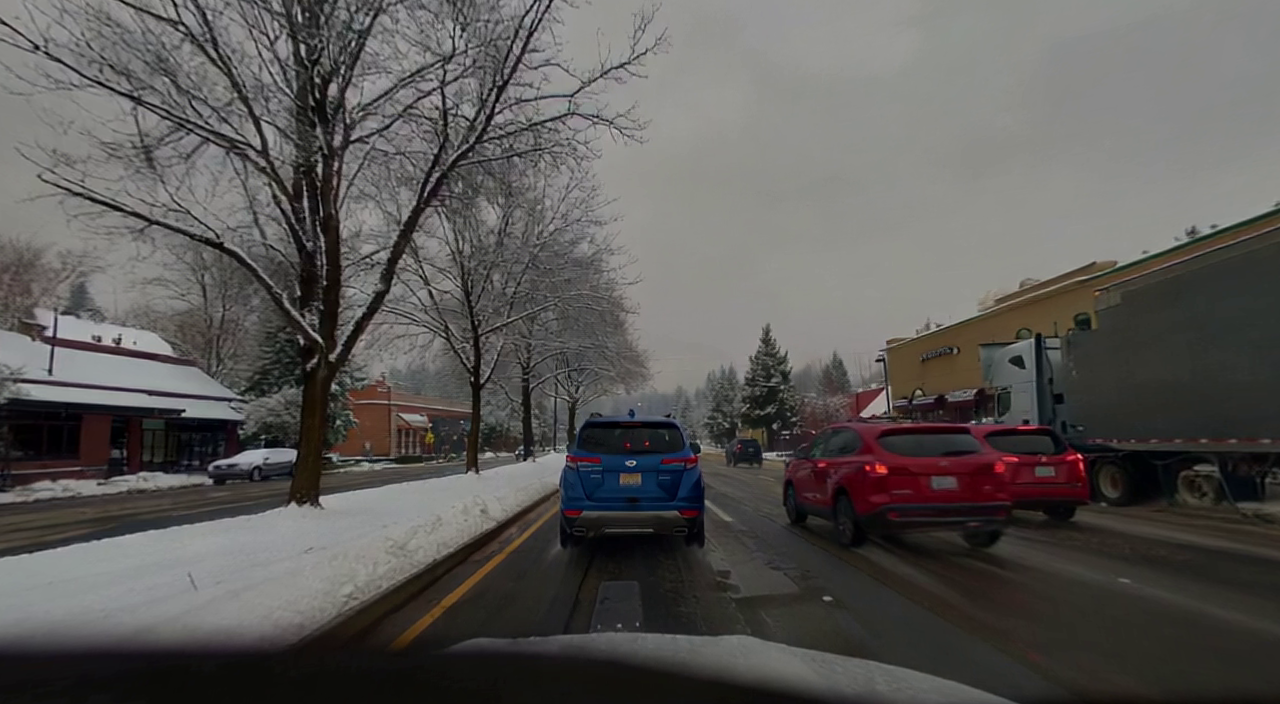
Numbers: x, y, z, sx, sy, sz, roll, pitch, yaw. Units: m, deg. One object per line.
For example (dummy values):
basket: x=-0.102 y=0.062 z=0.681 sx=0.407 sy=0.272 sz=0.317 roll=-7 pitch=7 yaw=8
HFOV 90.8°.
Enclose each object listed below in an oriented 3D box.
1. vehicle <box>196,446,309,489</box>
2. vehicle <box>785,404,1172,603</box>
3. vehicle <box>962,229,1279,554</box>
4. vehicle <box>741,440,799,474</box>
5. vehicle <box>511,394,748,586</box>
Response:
vehicle: x=-19.340 y=5.746 z=31.904 sx=2.302 sy=1.939 sz=5.221 roll=0 pitch=-9 yaw=0
vehicle: x=3.358 y=1.607 z=7.616 sx=2.123 sy=1.648 sz=4.547 roll=0 pitch=-9 yaw=0
vehicle: x=9.990 y=0.414 z=7.705 sx=2.879 sy=4.284 sz=17.334 roll=0 pitch=-9 yaw=-1
vehicle: x=6.312 y=5.126 z=31.102 sx=1.914 sy=1.523 sz=4.287 roll=0 pitch=-9 yaw=0
vehicle: x=-0.115 y=1.673 z=8.412 sx=2.320 sy=1.880 sz=4.192 roll=0 pitch=-9 yaw=0
